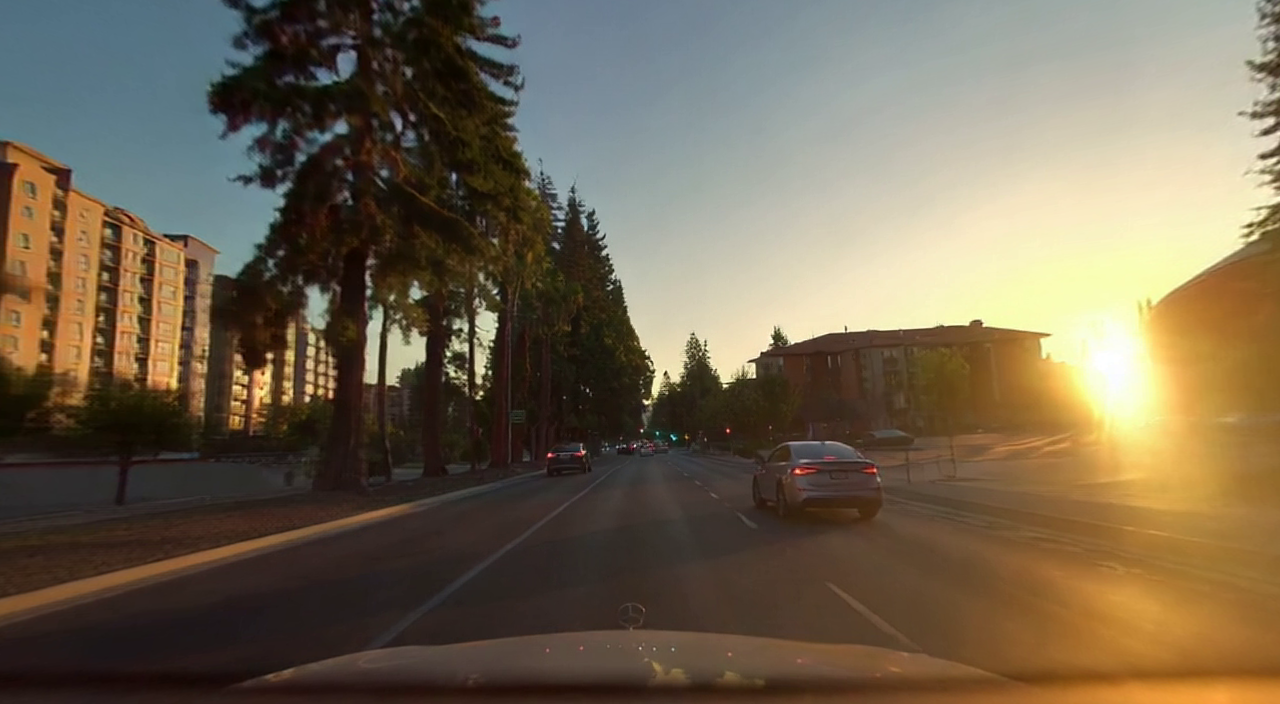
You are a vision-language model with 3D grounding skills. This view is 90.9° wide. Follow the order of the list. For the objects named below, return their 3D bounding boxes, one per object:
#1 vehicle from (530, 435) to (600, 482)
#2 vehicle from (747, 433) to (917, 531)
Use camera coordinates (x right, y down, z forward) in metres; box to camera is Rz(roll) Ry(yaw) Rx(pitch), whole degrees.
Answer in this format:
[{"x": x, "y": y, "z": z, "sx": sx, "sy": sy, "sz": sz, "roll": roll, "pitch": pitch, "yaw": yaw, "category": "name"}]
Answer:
[{"x": -3.112, "y": 4.573, "z": 27.275, "sx": 2.216, "sy": 1.828, "sz": 4.886, "roll": -1, "pitch": -9, "yaw": 3, "category": "vehicle"}, {"x": 3.422, "y": 2.391, "z": 12.222, "sx": 1.945, "sy": 1.530, "sz": 4.320, "roll": 0, "pitch": -9, "yaw": 0, "category": "vehicle"}]
